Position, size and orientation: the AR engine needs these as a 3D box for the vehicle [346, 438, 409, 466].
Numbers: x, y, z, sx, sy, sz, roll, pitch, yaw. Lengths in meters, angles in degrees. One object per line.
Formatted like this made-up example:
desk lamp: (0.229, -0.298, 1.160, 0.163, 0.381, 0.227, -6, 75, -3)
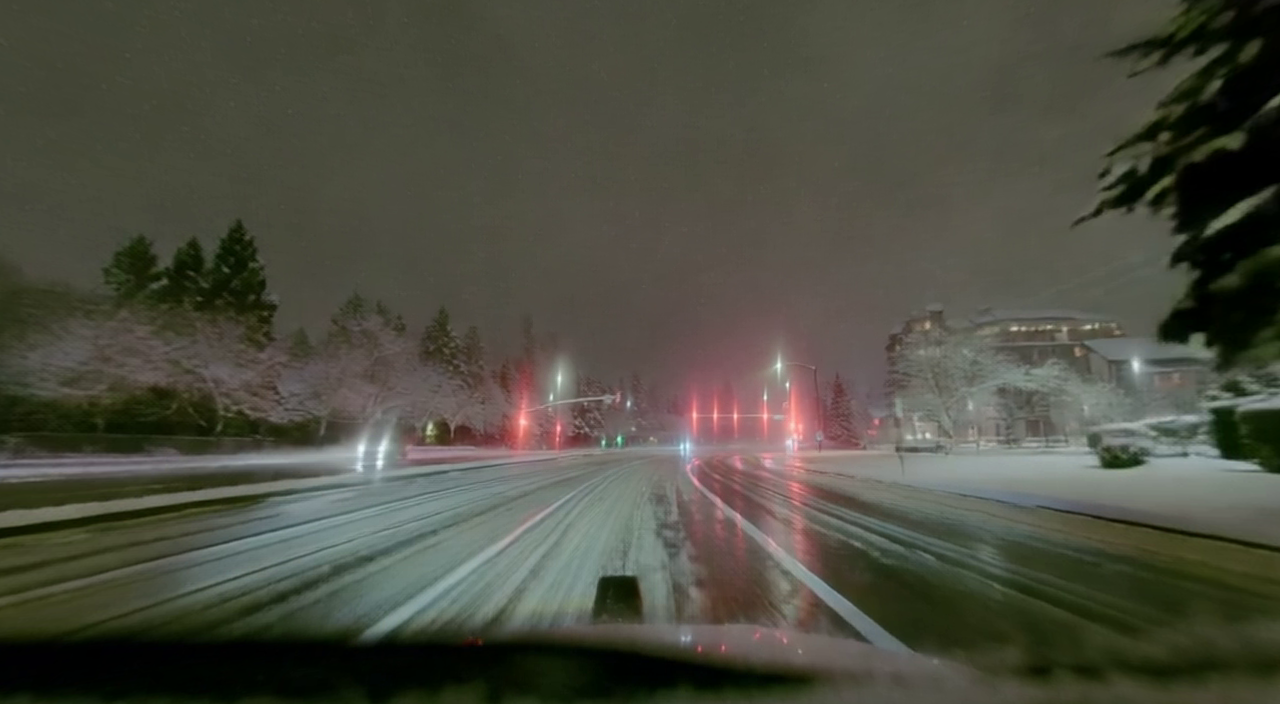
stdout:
vehicle: (-17.513, 6.686, 42.443, 1.974, 1.778, 4.391, -1, -8, 6)
